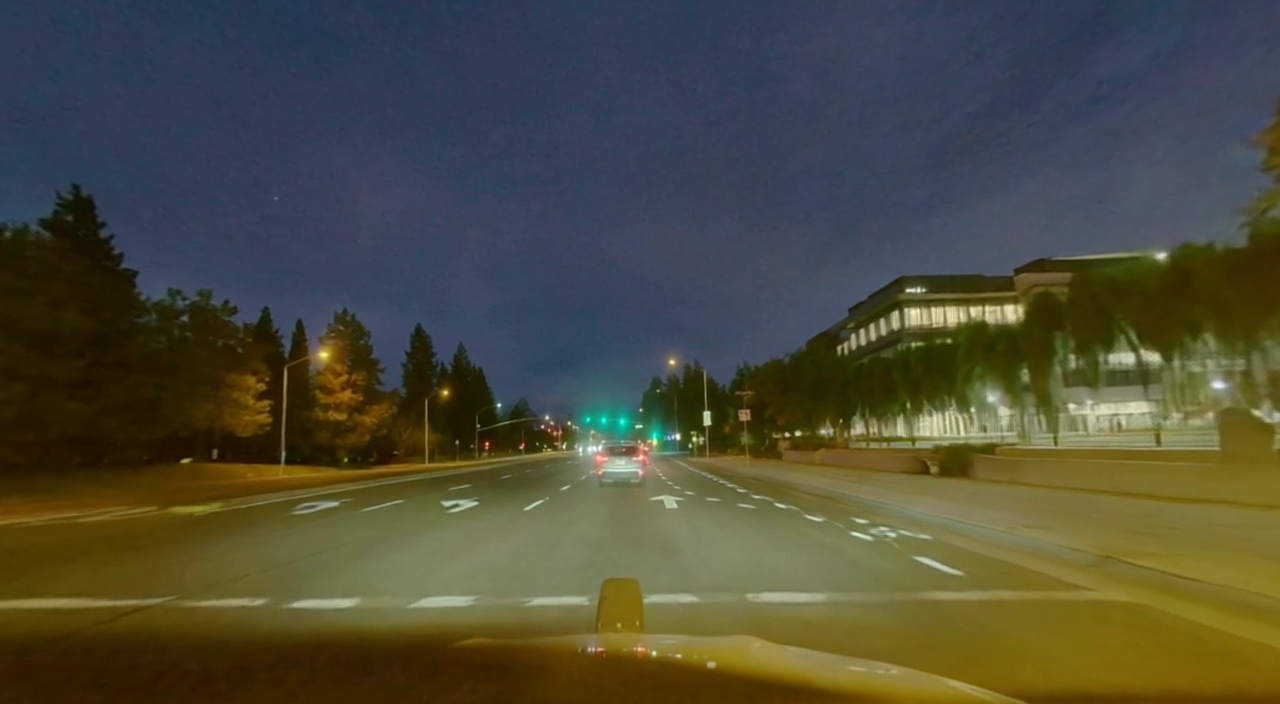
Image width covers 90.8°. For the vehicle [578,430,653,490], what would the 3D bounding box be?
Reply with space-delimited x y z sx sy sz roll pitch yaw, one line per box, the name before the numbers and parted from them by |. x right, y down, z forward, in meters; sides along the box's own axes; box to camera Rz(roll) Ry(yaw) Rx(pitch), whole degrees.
vehicle | -0.723 3.408 20.246 2.130 1.711 4.038 0 -9 0
